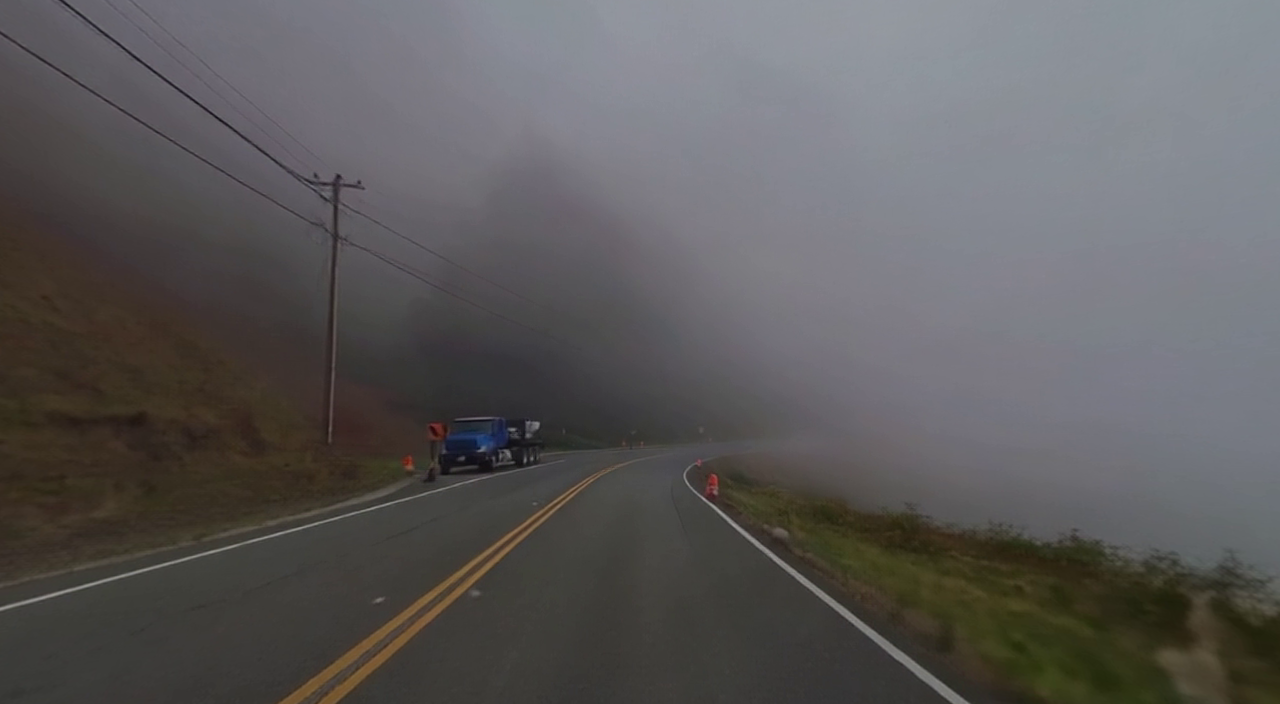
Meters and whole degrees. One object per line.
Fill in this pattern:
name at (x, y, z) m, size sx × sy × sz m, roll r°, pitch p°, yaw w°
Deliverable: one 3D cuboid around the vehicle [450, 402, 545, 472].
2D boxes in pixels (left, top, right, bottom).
vehicle at (-7.461, 4.602, 34.087) m, size 3.031 × 3.185 × 7.053 m, roll -4°, pitch -8°, yaw 4°
